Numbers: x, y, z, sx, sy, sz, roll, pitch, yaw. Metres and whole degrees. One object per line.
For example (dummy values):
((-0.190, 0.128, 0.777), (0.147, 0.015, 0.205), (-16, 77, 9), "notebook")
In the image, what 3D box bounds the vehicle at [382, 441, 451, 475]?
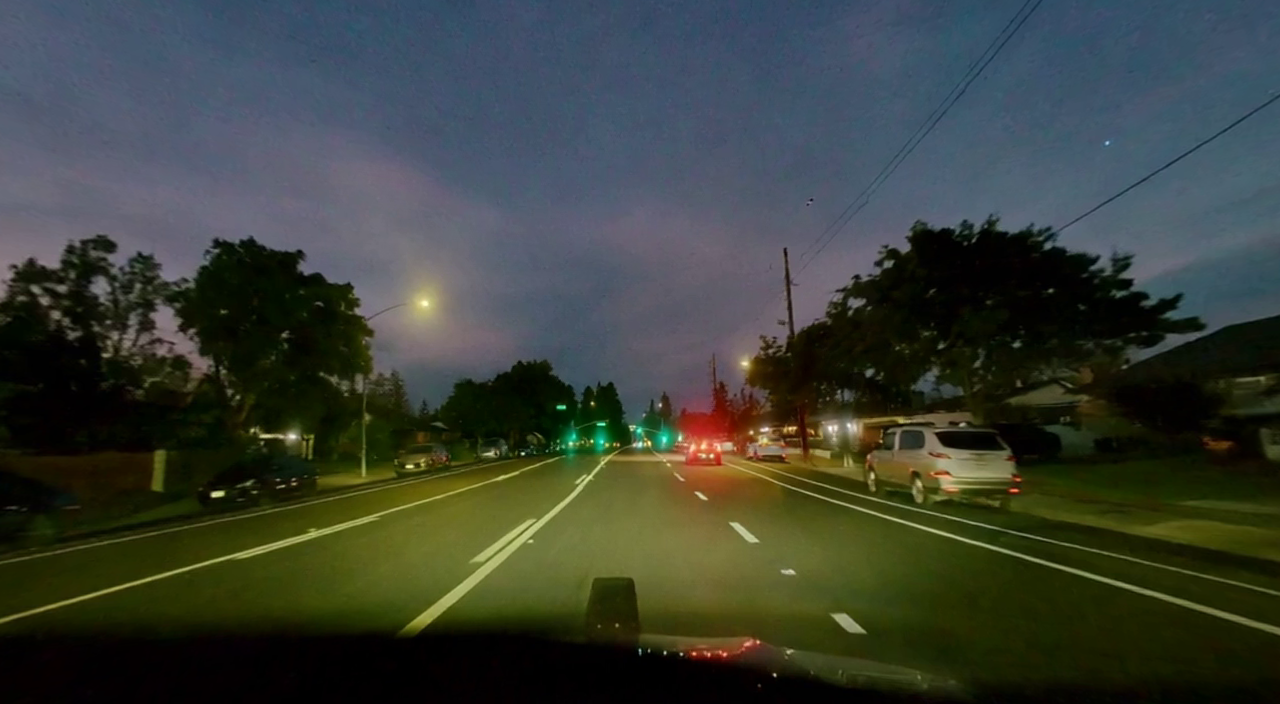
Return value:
((-11.516, 5.475, 32.955), (1.953, 1.649, 4.648), (0, -8, -1), "vehicle")

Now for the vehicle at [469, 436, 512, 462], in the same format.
((-11.471, 7.467, 48.851), (2.181, 1.920, 4.570), (0, -8, 0), "vehicle")

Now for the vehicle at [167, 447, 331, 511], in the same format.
((-11.298, 3.659, 18.752), (1.916, 1.612, 4.700), (0, -8, -1), "vehicle")

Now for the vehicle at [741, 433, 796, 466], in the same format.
((7.585, 5.814, 37.789), (2.071, 1.793, 5.072), (0, -8, -1), "vehicle")

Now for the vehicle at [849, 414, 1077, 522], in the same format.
((7.581, 2.802, 15.956), (2.175, 2.157, 6.330), (0, -8, -2), "vehicle")

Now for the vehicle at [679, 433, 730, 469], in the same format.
((3.130, 4.892, 31.395), (1.951, 1.620, 4.582), (0, -8, -1), "vehicle")
